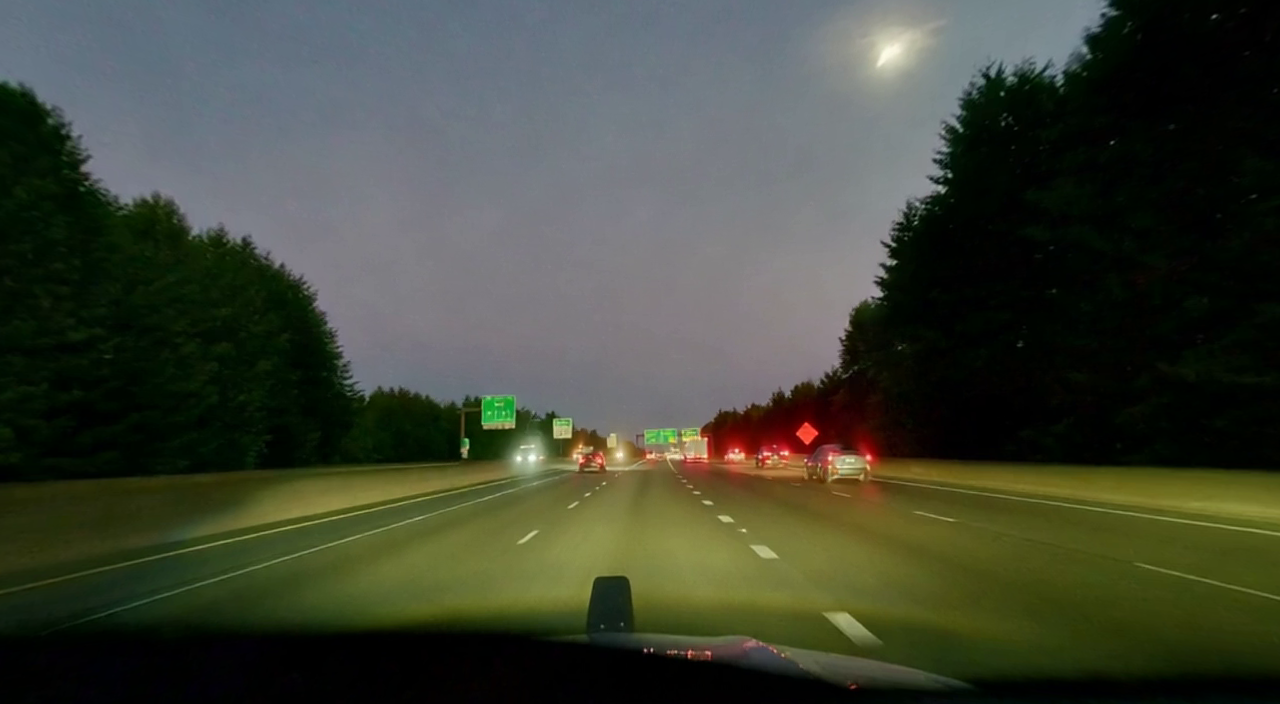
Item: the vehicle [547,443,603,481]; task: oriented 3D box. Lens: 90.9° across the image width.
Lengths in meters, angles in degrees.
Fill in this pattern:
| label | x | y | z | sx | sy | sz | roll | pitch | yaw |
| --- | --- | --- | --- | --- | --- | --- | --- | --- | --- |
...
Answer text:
| label | x | y | z | sx | sy | sz | roll | pitch | yaw |
| --- | --- | --- | --- | --- | --- | --- | --- | --- | --- |
| vehicle | -3.014 | 5.213 | 30.108 | 2.086 | 1.650 | 4.122 | 0 | -9 | 2 |
